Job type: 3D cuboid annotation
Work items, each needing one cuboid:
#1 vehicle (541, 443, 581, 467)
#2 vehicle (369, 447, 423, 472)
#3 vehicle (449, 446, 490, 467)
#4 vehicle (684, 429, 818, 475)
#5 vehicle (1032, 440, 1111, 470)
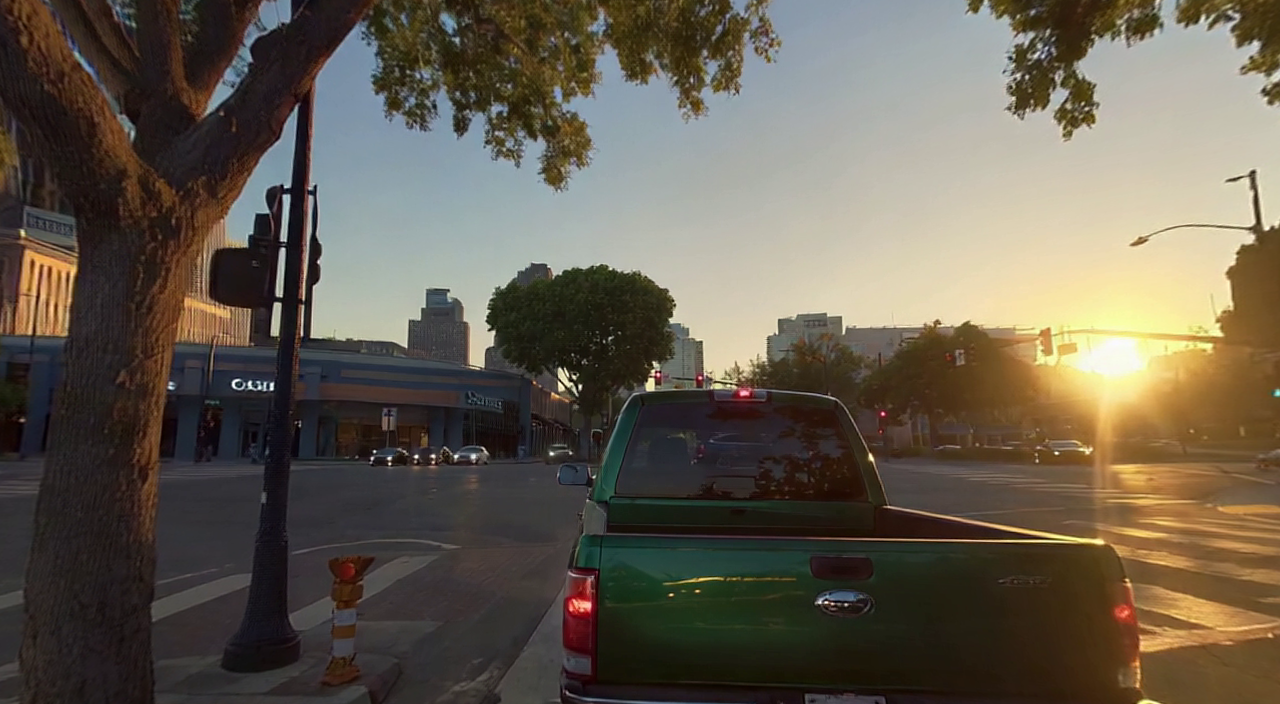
[{"bbox_3d":[-5.338,6.842,42.265,1.879,1.464,4.457,3,-9,-17],"label":"vehicle"},{"bbox_3d":[-16.245,7.138,42.240,1.883,1.586,4.297,0,-9,0],"label":"vehicle"},{"bbox_3d":[-12.611,7.759,47.090,1.946,1.474,4.008,0,-9,0],"label":"vehicle"},{"bbox_3d":[5.103,4.617,29.288,5.667,1.927,2.289,-4,-9,25],"label":"vehicle"},{"bbox_3d":[26.359,6.269,38.551,4.541,1.731,2.007,5,-10,-28],"label":"vehicle"}]
